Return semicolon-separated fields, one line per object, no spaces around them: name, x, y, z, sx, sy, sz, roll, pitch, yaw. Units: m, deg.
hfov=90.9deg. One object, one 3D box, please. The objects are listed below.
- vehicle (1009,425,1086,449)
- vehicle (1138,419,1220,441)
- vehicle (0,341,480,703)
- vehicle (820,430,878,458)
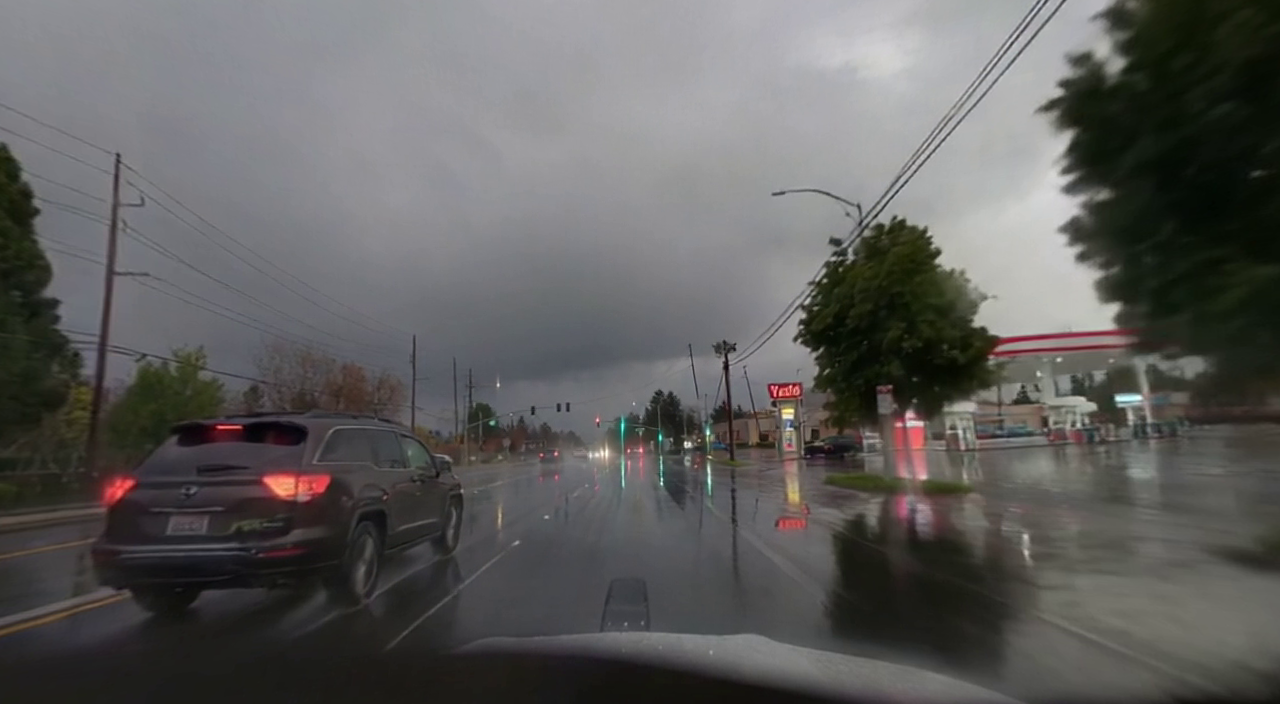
vehicle;30.817;6.480;47.714;4.459;1.605;1.883;-10;-12;44
vehicle;41.549;6.061;48.657;4.630;1.529;1.759;-8;-10;42
vehicle;-3.107;1.211;5.368;2.190;1.844;4.751;0;-9;1
vehicle;15.829;7.070;48.106;2.178;1.911;5.852;-2;-9;-2
